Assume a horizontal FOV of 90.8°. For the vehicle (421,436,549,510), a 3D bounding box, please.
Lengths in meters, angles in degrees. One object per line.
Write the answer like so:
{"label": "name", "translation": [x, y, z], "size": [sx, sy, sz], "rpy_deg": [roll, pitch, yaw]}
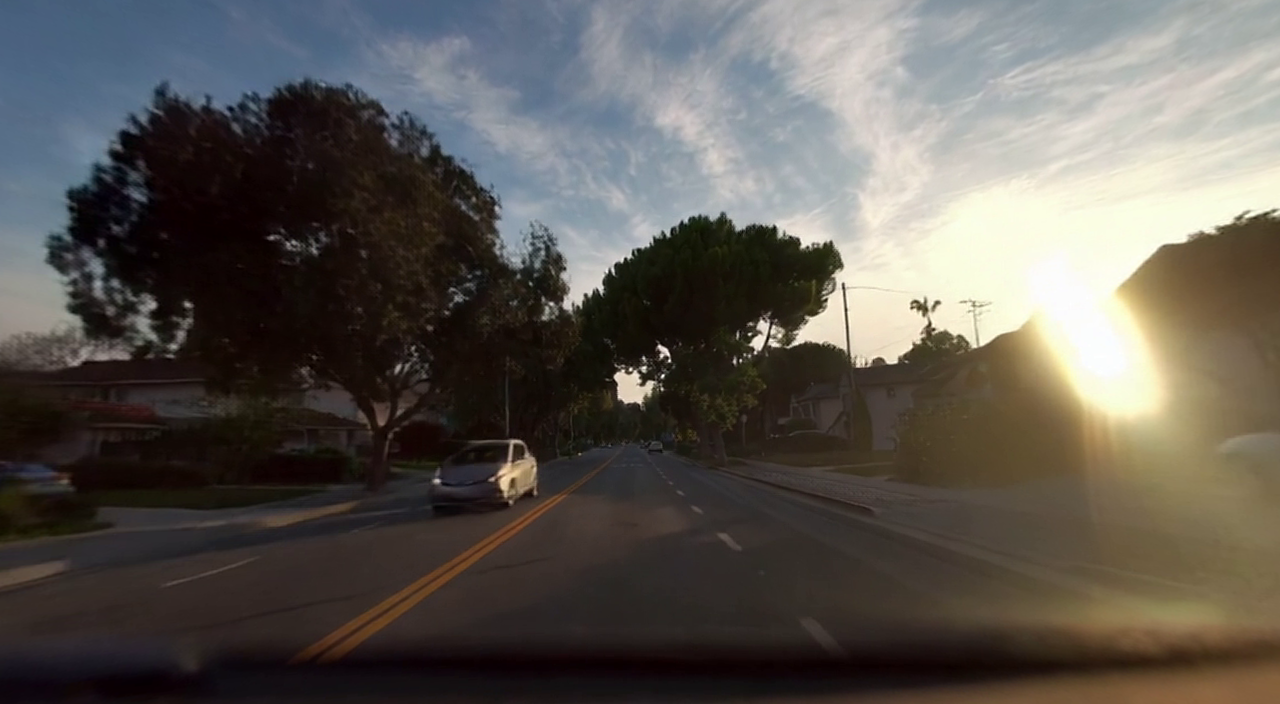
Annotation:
{"label": "vehicle", "translation": [-3.869, 3.106, 16.675], "size": [2.208, 1.663, 4.326], "rpy_deg": [0, -8, 1]}

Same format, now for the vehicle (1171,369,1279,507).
{"label": "vehicle", "translation": [10.775, 1.134, 8.465], "size": [2.305, 2.042, 5.711], "rpy_deg": [0, -8, 0]}

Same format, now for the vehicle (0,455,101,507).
{"label": "vehicle", "translation": [-19.401, 3.841, 19.003], "size": [4.459, 1.432, 1.979], "rpy_deg": [0, -9, -2]}
